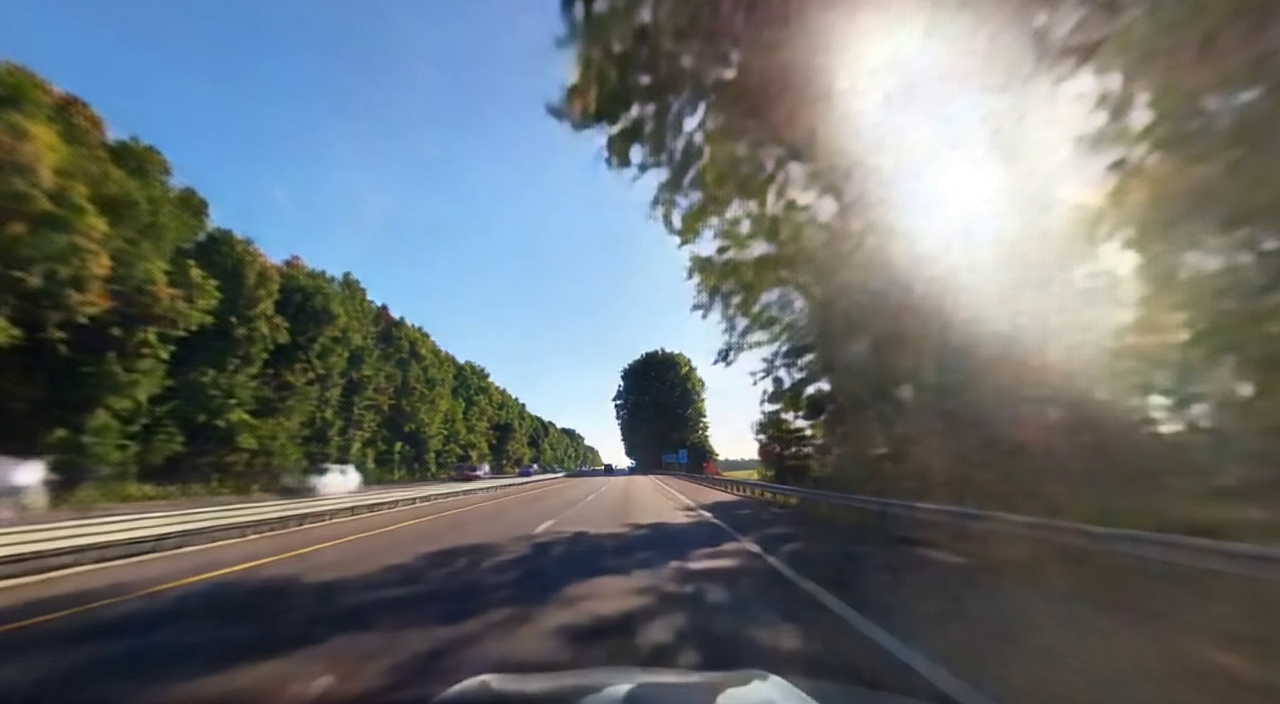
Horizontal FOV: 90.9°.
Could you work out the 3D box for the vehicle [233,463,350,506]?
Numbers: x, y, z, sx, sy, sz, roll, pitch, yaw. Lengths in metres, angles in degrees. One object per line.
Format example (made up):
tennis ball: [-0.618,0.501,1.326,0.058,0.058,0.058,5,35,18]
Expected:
vehicle: [-13.428,5.126,24.672,1.944,1.453,4.544,1,-10,0]

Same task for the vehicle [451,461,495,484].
vehicle: [-12.860,9.337,48.789,2.070,1.611,4.762,1,-11,0]
